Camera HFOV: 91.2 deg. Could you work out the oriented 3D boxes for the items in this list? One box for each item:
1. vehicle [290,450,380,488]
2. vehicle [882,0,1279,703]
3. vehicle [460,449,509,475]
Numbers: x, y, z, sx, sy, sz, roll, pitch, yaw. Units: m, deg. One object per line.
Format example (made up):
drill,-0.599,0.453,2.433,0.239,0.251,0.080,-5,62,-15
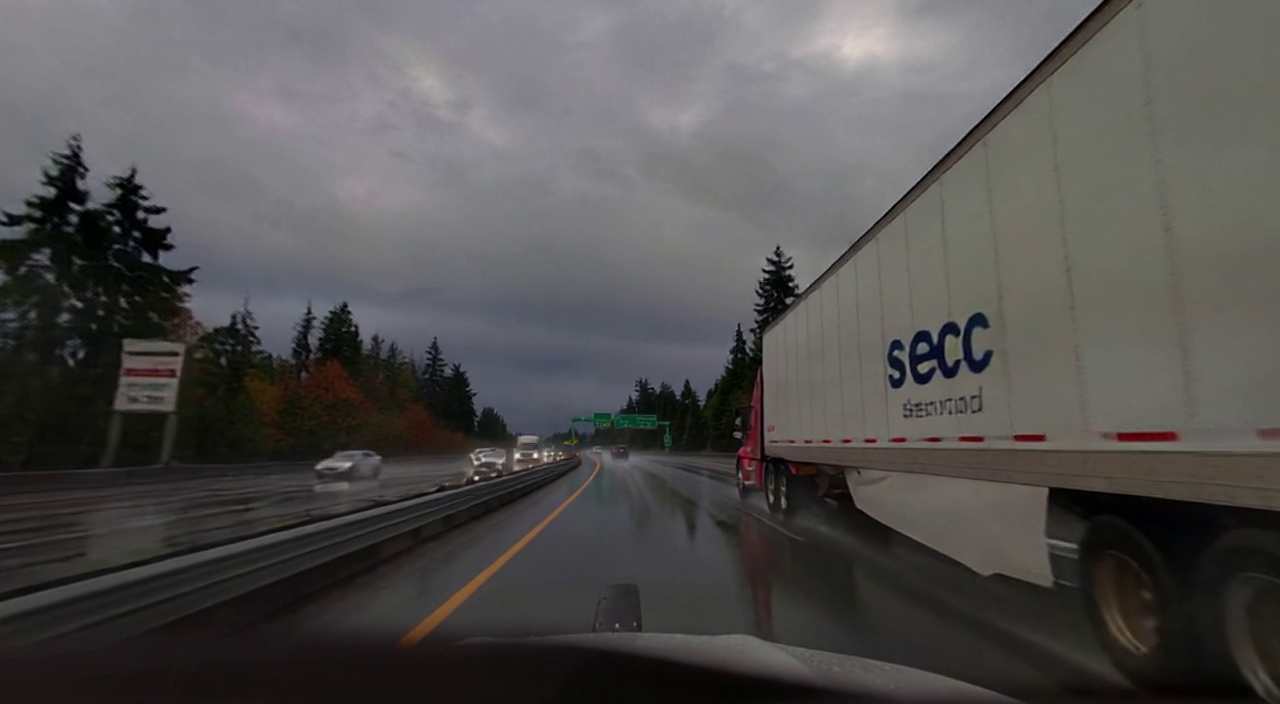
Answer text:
vehicle,-13.283,5.080,27.609,1.832,1.481,4.339,0,-9,0
vehicle,4.500,-0.219,3.433,2.892,3.928,8.380,0,-9,0
vehicle,-10.009,7.108,40.780,2.095,1.529,4.706,0,-9,-1
